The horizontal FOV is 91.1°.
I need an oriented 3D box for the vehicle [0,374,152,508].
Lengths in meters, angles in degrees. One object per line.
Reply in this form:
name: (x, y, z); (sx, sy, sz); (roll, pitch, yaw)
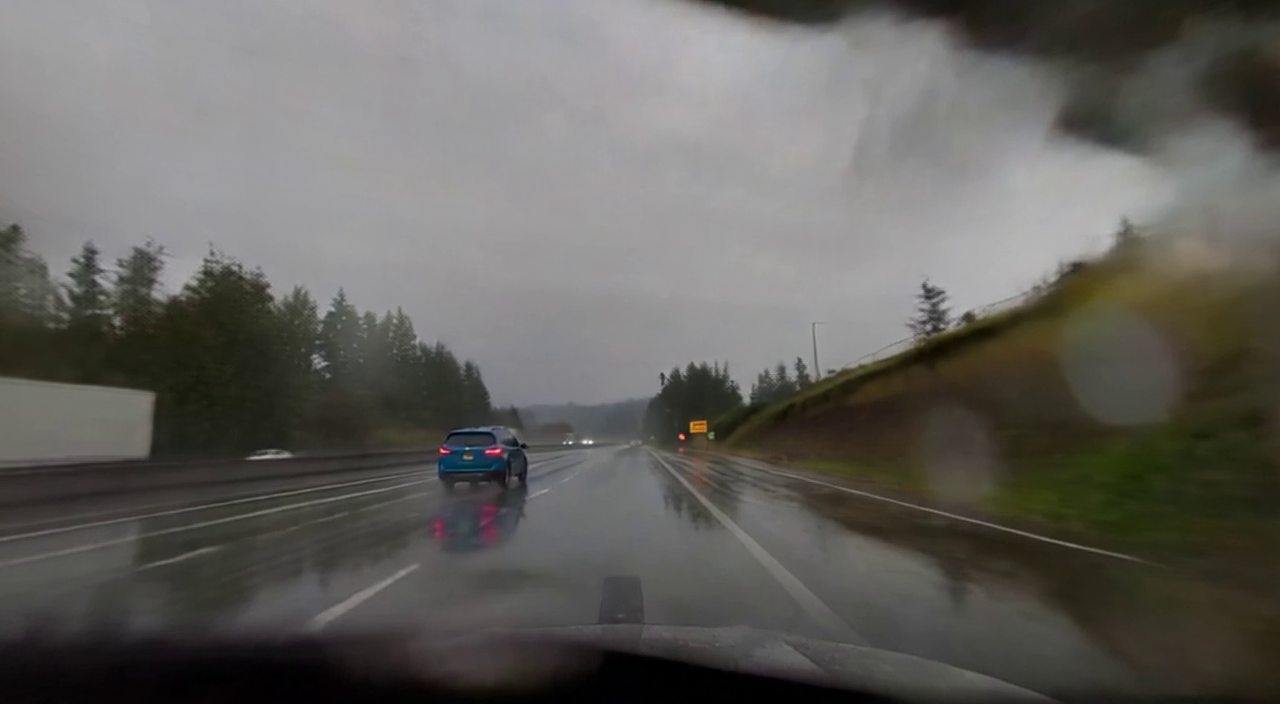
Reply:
vehicle: (-17.243, 2.043, 14.345); (2.936, 3.275, 11.845); (0, -8, -1)

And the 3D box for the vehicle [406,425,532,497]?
vehicle: (-4.374, 2.871, 16.897); (2.125, 1.662, 4.336); (0, -8, 1)
